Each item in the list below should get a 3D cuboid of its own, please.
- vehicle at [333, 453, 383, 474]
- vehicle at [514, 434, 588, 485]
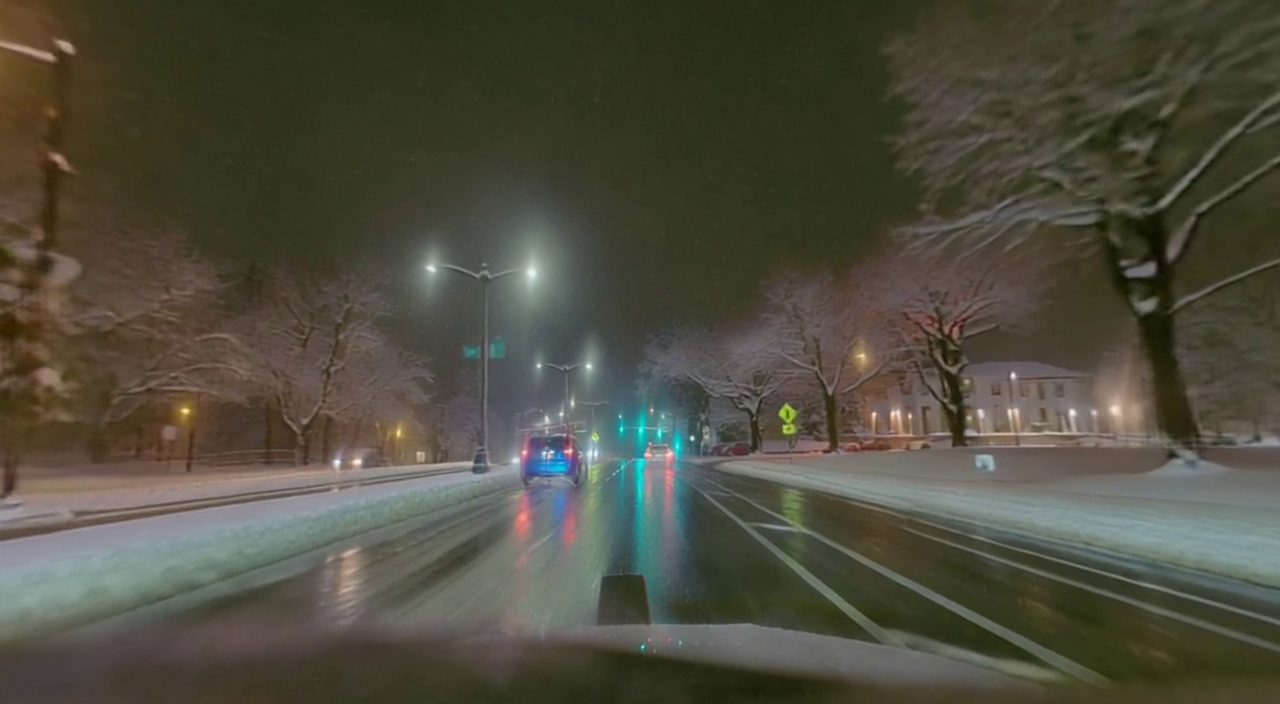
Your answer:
[{"bbox_3d":[-22.033,8.701,49.411,1.848,1.498,4.270,0,-8,1],"label":"vehicle"},{"bbox_3d":[-3.385,4.171,24.845,2.150,1.812,4.423,0,-8,1],"label":"vehicle"}]
